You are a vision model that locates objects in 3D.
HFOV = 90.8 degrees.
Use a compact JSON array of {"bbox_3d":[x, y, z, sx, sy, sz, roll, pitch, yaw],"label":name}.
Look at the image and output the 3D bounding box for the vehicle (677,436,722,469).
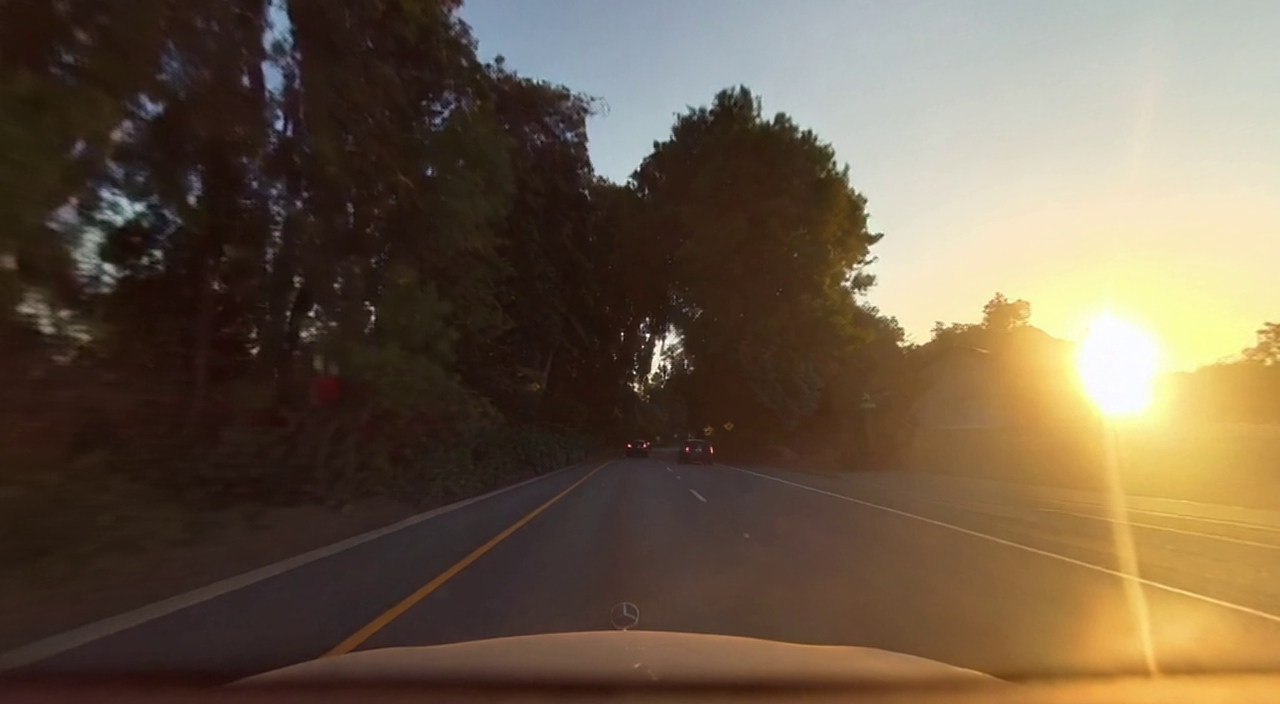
[{"bbox_3d":[3.121,5.365,33.944,1.888,1.640,4.044,0,-8,-2],"label":"vehicle"}]
